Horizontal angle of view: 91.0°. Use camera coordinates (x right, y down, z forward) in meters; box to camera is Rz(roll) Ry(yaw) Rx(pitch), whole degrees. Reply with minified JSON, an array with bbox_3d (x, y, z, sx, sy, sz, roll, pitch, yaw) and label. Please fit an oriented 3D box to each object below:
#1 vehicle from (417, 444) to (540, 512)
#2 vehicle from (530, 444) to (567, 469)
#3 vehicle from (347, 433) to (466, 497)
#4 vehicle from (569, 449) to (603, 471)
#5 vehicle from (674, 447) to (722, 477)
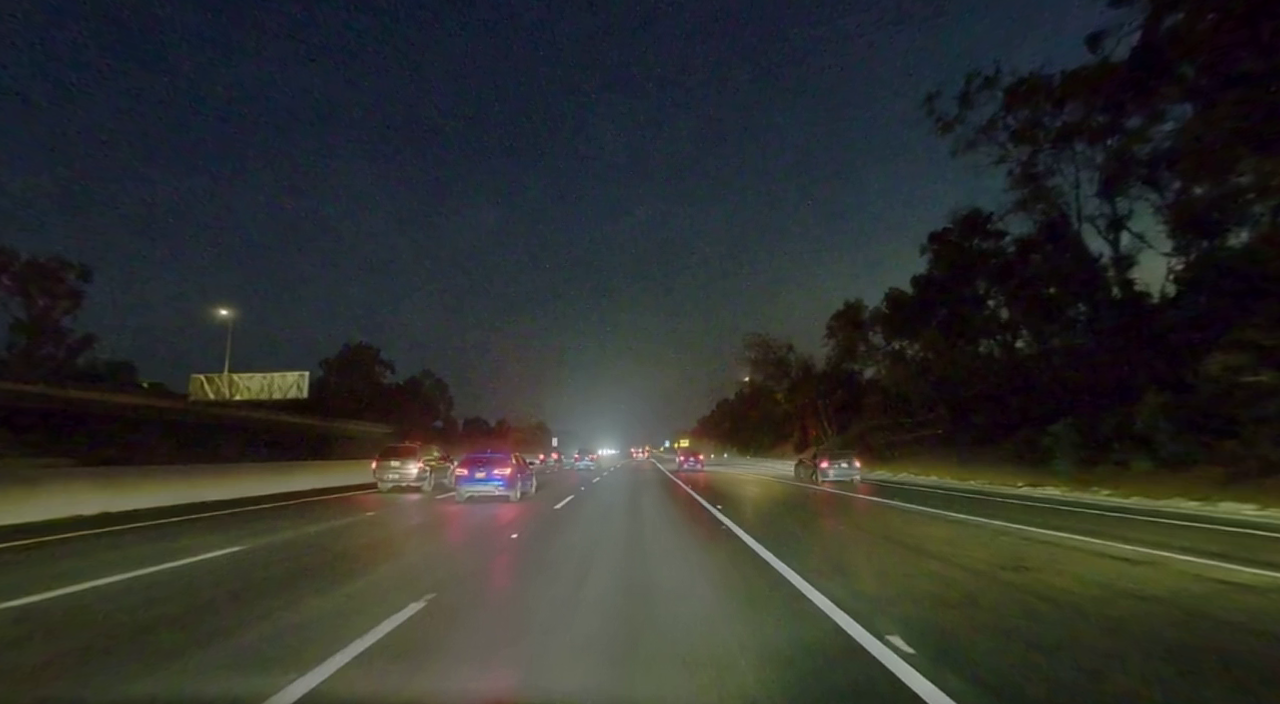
[{"bbox_3d":[-3.975,3.158,16.345,1.988,1.506,4.416,0,-9,0],"label":"vehicle"},{"bbox_3d":[-6.972,8.023,48.424,2.111,1.811,4.391,0,-9,1],"label":"vehicle"},{"bbox_3d":[-7.495,3.662,20.803,2.142,1.849,4.566,0,-9,0],"label":"vehicle"},{"bbox_3d":[-3.862,7.755,45.400,2.071,1.478,4.130,0,-9,0],"label":"vehicle"},{"bbox_3d":[3.049,5.909,34.085,2.141,1.507,4.510,0,-9,-1],"label":"vehicle"}]
